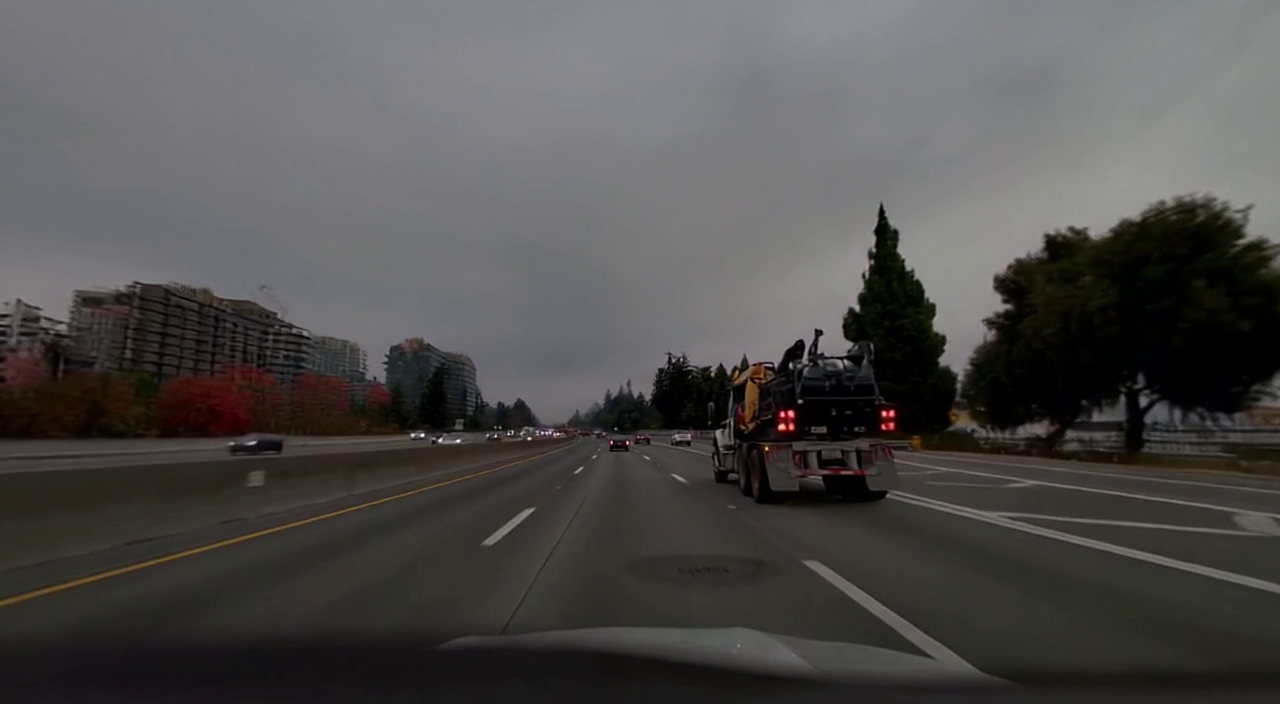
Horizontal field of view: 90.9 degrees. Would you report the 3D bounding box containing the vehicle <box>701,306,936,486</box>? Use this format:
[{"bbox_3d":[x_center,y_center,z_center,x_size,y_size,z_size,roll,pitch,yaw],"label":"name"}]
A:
[{"bbox_3d":[3.553,1.294,15.203,2.833,3.180,8.004,1,-8,-4],"label":"vehicle"}]

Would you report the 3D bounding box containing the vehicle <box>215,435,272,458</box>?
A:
[{"bbox_3d":[-26.592,6.336,42.386,1.708,1.442,3.465,1,-8,-3],"label":"vehicle"}]
